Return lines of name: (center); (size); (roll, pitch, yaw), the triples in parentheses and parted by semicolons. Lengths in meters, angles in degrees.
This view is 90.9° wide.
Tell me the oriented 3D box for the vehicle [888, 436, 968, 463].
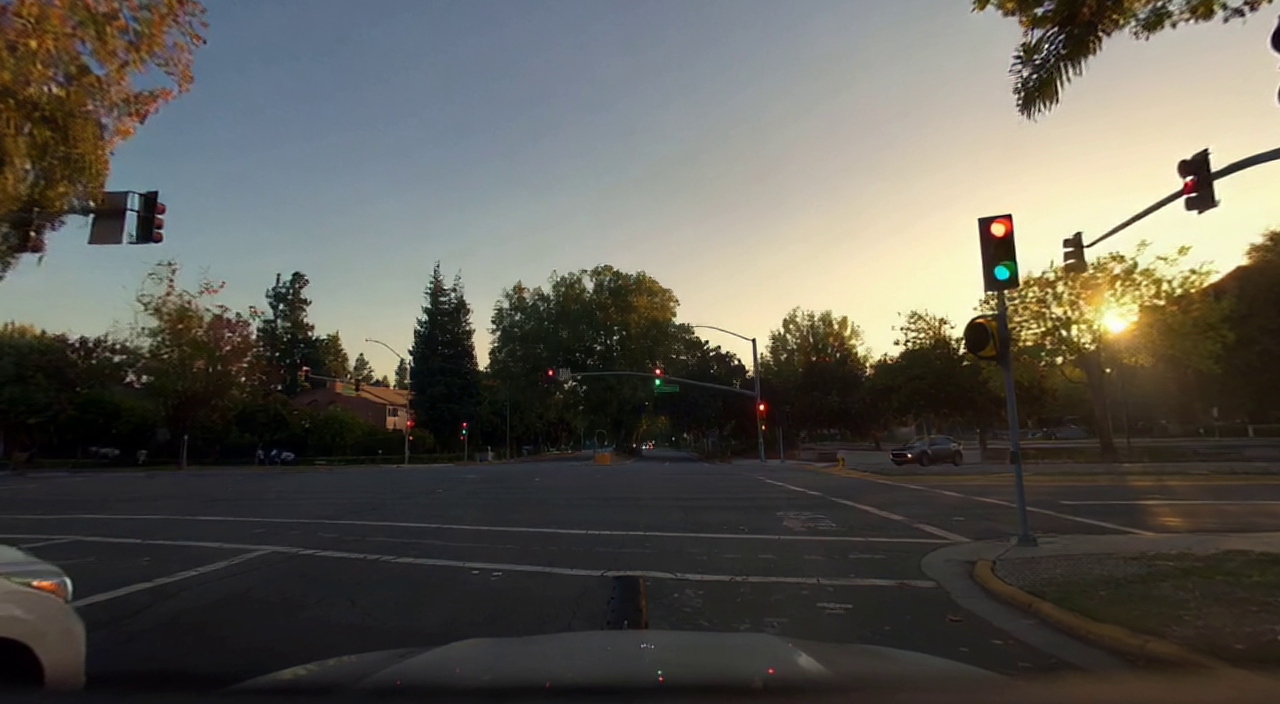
vehicle: (16.159, 5.505, 35.570); (3.952, 1.468, 1.768); (-4, -9, 22)
